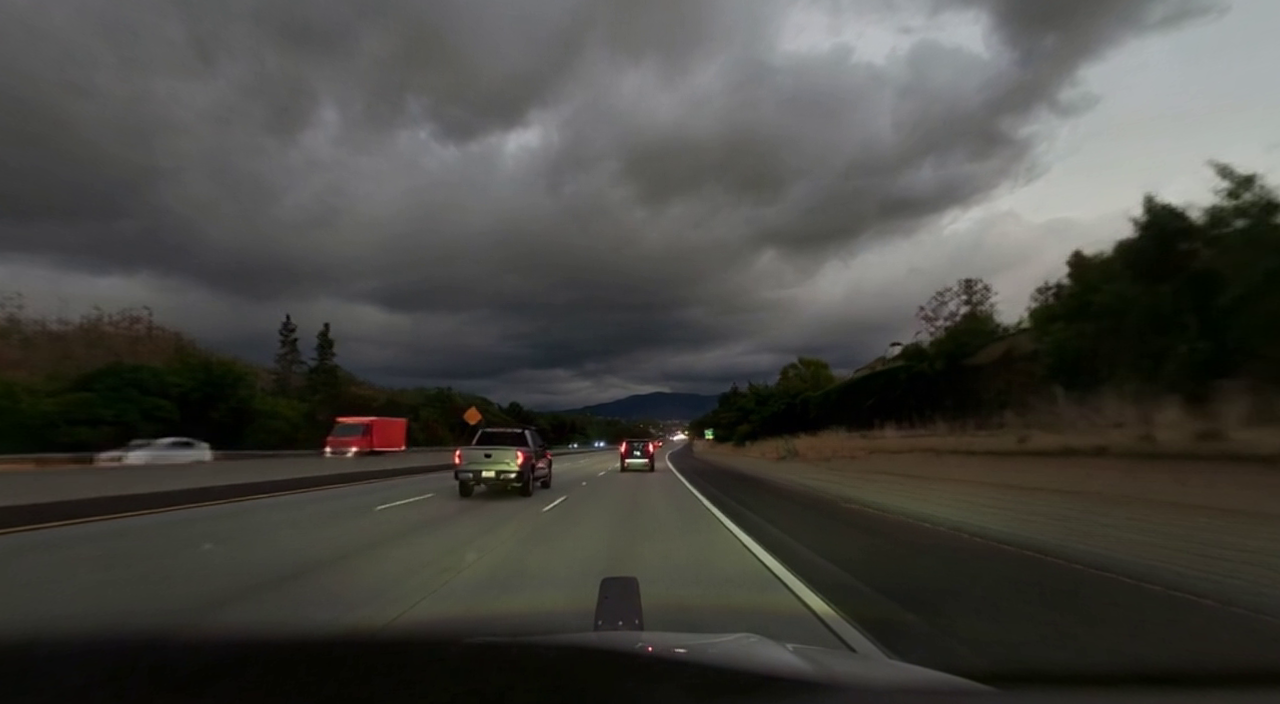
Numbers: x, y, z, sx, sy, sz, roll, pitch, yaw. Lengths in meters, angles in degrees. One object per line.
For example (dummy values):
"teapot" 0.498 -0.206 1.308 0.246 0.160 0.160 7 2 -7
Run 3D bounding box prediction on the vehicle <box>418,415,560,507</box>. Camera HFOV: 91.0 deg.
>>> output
"vehicle" -3.557 2.700 16.023 2.250 1.947 4.860 0 -9 2

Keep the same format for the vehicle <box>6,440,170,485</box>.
"vehicle" -20.773 4.165 24.052 1.903 1.547 4.705 0 -9 1

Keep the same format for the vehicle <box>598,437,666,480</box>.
"vehicle" -0.245 4.648 27.735 2.715 1.669 5.163 0 -9 1
